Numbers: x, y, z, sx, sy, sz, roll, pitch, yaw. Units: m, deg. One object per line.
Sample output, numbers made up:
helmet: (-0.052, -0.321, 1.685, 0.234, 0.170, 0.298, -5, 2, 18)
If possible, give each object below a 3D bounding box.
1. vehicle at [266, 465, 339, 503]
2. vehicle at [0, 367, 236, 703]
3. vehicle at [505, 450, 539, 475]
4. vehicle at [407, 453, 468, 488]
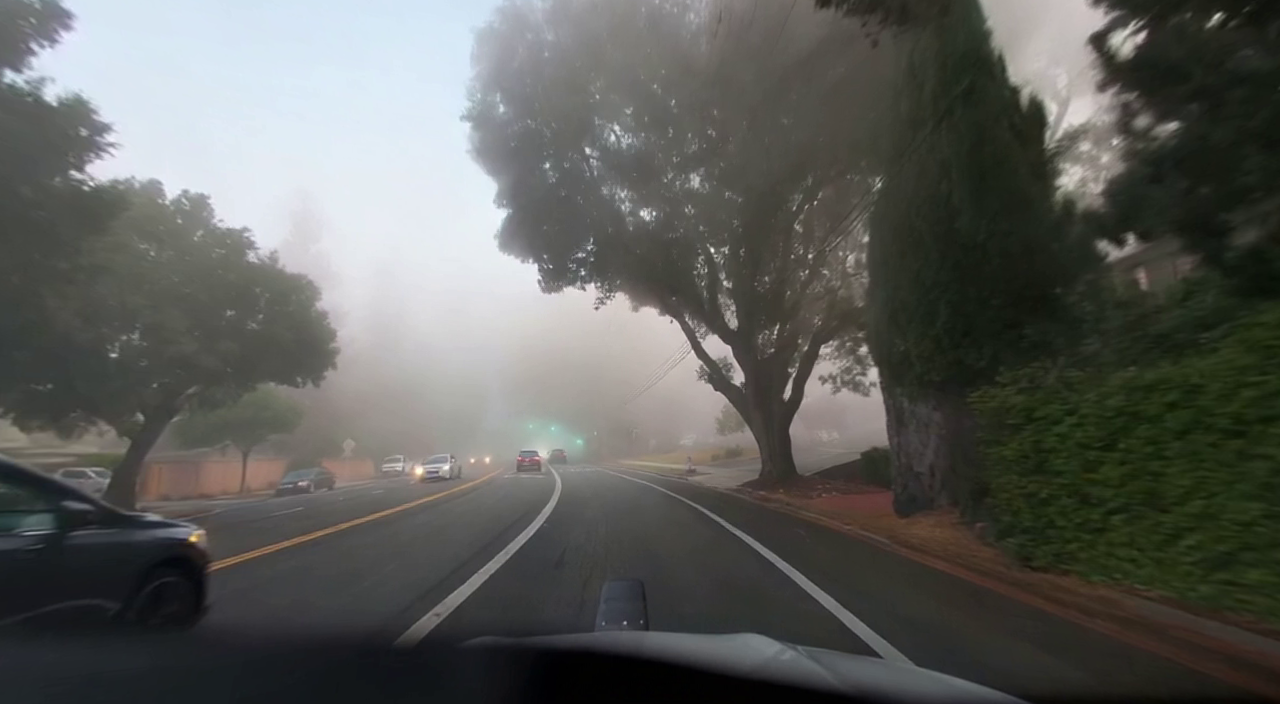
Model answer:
vehicle: (-17.022, 6.618, 31.992, 1.845, 1.428, 4.597, -4, -7, -10)
vehicle: (-3.736, 0.794, 1.757, 2.084, 1.701, 4.734, 0, -8, -1)
vehicle: (-7.864, 7.355, 42.329, 2.060, 1.530, 4.121, 1, -9, -8)
vehicle: (-9.755, 5.707, 30.686, 1.915, 1.486, 4.349, 1, -9, -6)
